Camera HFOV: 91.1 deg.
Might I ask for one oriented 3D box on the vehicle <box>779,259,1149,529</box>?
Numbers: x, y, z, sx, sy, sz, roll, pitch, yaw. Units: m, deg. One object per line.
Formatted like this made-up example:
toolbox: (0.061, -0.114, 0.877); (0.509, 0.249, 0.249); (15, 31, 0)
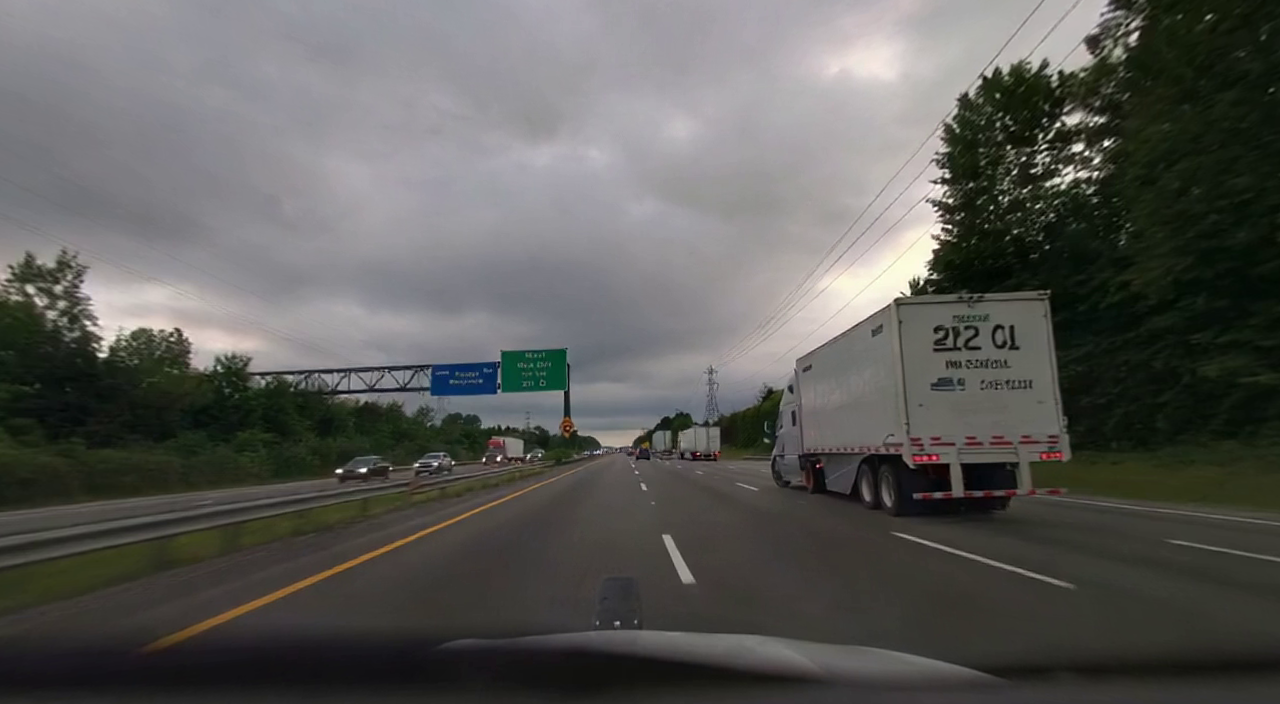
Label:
vehicle: (5.789, 1.238, 13.851); (2.869, 4.048, 8.895); (0, -9, -3)

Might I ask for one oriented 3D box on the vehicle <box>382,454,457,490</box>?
vehicle: (-10.139, 5.531, 29.298); (1.961, 1.487, 4.539); (0, -9, -1)
